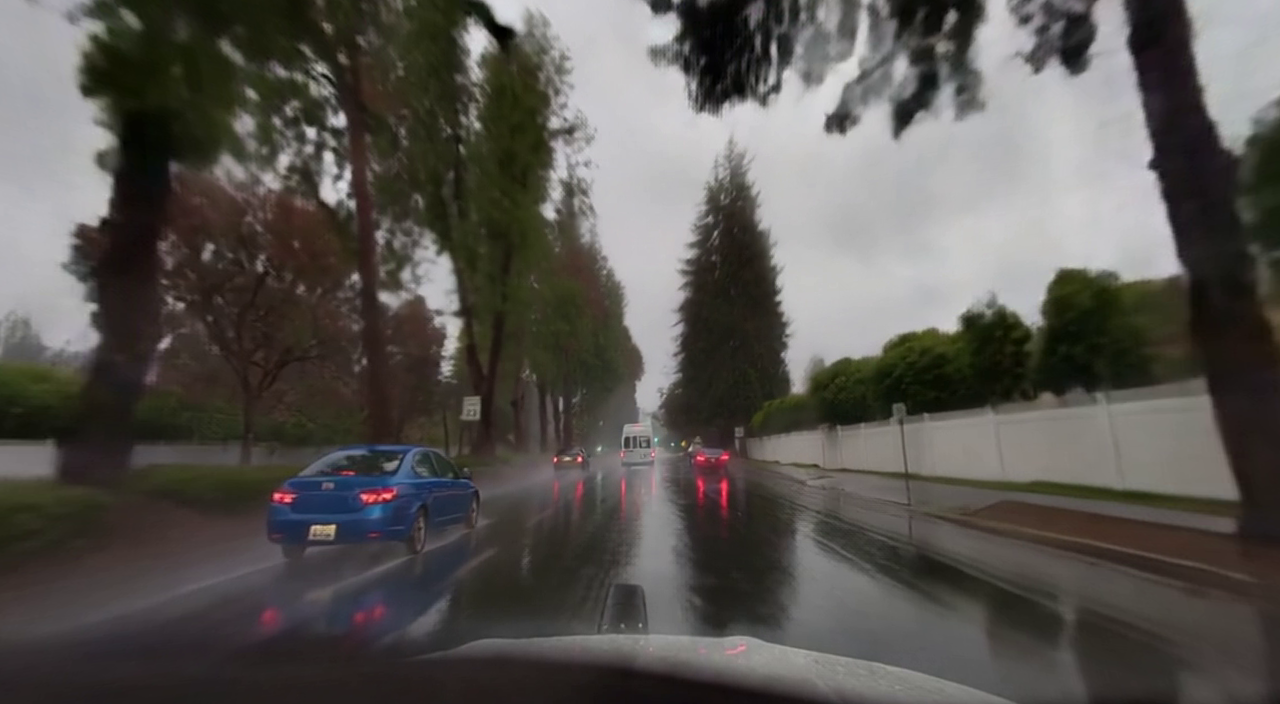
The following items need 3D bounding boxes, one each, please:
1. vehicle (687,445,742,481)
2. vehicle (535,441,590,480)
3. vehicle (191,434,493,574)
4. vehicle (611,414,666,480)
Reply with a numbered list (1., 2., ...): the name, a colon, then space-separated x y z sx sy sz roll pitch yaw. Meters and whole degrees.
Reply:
1. vehicle: 3.300 5.017 28.633 1.945 1.469 4.258 0 -9 -1
2. vehicle: -3.628 5.149 30.031 2.021 1.715 4.329 0 -9 1
3. vehicle: -3.729 1.983 9.064 2.036 1.474 4.647 0 -9 1
4. vehicle: -0.148 4.436 29.357 2.311 2.726 5.814 0 -9 -2
